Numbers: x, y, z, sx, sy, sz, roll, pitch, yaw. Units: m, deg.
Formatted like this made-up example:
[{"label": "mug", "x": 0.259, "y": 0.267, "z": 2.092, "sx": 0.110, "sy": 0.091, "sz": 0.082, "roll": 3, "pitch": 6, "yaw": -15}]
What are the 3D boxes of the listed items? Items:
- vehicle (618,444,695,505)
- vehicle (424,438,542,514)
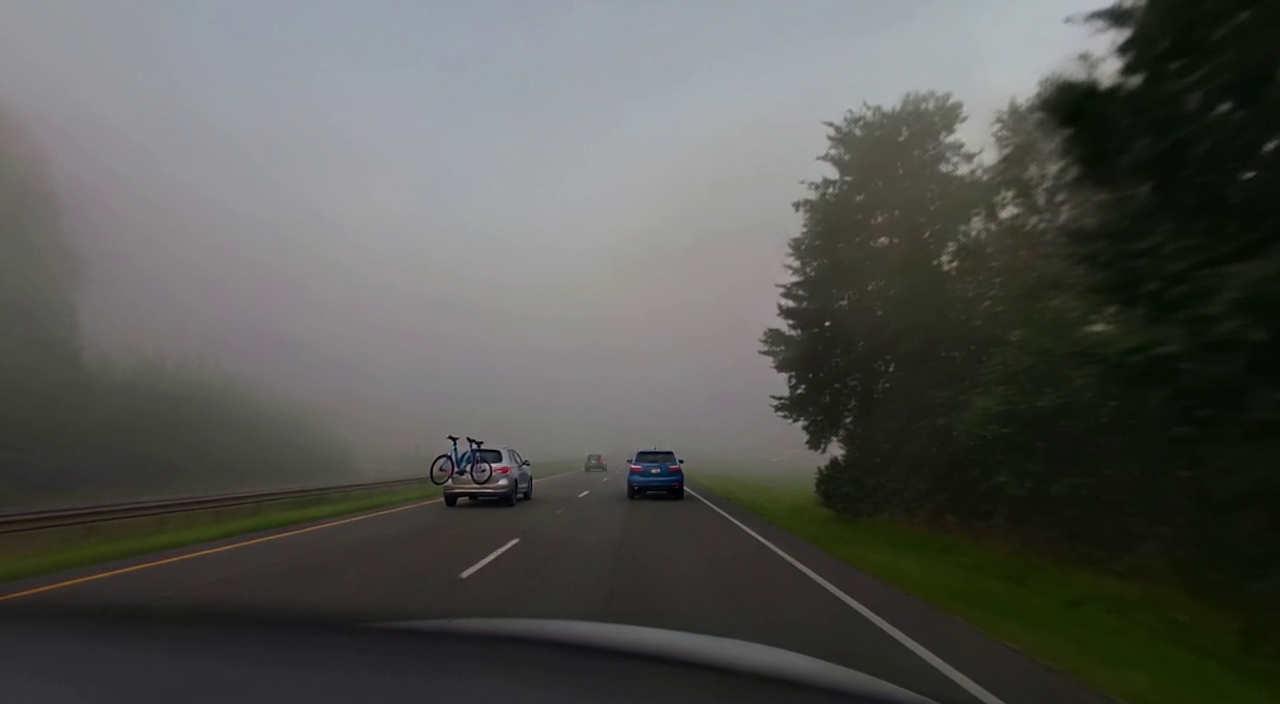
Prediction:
[{"label": "vehicle", "x": 0.407, "y": 3.606, "z": 18.951, "sx": 2.063, "sy": 1.582, "sz": 3.955, "roll": 0, "pitch": -9, "yaw": -1}, {"label": "vehicle", "x": -3.861, "y": 3.124, "z": 16.300, "sx": 1.962, "sy": 1.681, "sz": 4.033, "roll": 0, "pitch": -9, "yaw": 1}]
